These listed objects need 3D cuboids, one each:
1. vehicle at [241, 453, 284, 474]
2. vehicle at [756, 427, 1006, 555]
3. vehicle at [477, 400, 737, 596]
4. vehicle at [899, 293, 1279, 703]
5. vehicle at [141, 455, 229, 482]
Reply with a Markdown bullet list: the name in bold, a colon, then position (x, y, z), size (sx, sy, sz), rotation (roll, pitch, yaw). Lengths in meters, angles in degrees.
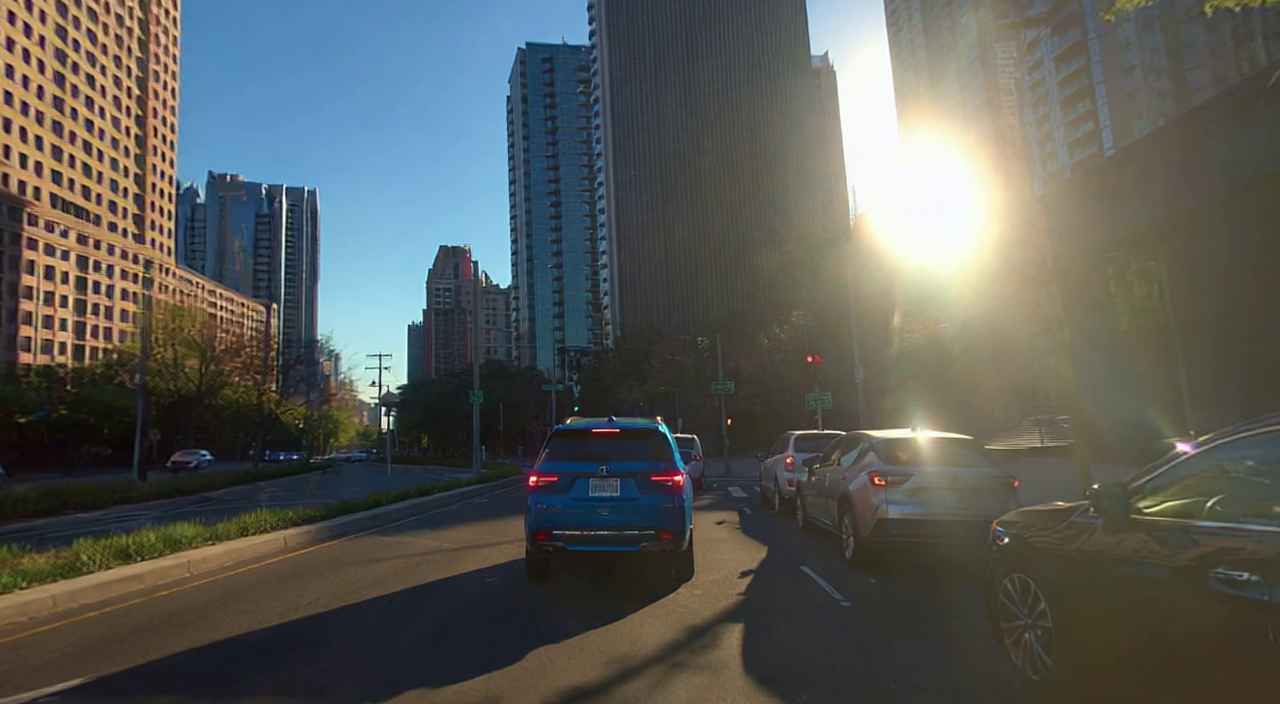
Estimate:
- **vehicle**: position (-28.808, 8.466, 48.122), size (1.960, 1.459, 4.699), rotation (7, -11, -40)
- **vehicle**: position (3.280, 1.986, 9.819), size (1.941, 1.482, 4.632), rotation (0, -9, -2)
- **vehicle**: position (-0.337, 1.579, 7.619), size (2.249, 1.684, 4.084), rotation (0, -9, -2)
- **vehicle**: position (2.996, 0.750, 2.251), size (2.063, 1.760, 4.664), rotation (0, -9, -1)
- **vehicle**: position (-27.617, 7.059, 38.561), size (1.967, 1.428, 4.832), rotation (0, -9, -3)
